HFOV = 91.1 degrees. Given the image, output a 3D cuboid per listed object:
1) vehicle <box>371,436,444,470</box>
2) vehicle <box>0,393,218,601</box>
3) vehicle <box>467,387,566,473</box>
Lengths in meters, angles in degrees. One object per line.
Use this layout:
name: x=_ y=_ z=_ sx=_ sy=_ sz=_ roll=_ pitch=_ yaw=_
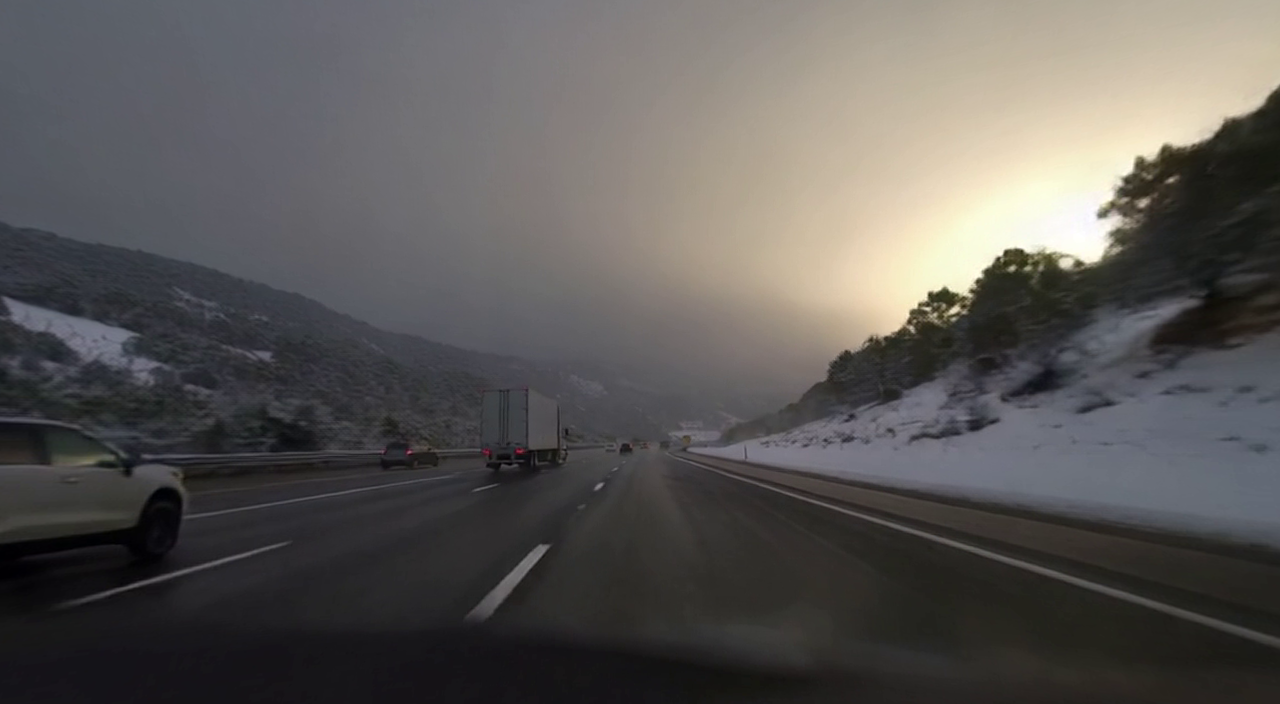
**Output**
vehicle: x=-13.699 y=5.952 z=37.362 sx=2.130 sy=1.828 sz=5.523 roll=0 pitch=-8 yaw=1
vehicle: x=-6.442 y=1.278 z=5.711 sx=2.099 sy=1.734 sz=4.413 roll=0 pitch=-8 yaw=0
vehicle: x=-6.289 y=4.365 z=34.190 sx=2.981 sy=3.860 sz=11.022 roll=0 pitch=-8 yaw=1
